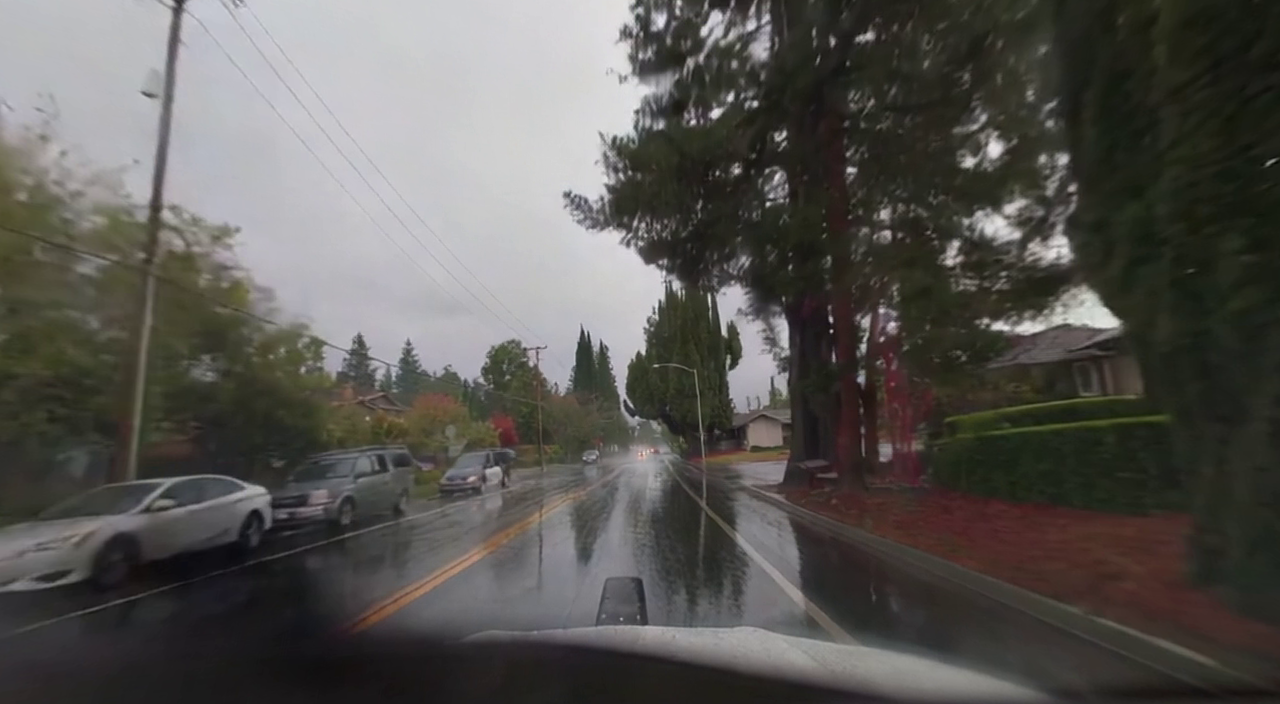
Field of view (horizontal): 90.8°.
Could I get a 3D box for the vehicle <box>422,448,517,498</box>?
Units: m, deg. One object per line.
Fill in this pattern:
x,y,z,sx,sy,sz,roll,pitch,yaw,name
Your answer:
-6.546,4.701,25.091,1.984,1.732,5.628,0,-9,2,vehicle

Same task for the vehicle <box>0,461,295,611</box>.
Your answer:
-7.067,2.340,8.925,1.960,1.486,4.217,0,-9,1,vehicle

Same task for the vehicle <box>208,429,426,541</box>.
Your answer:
-6.823,2.895,14.275,2.012,1.902,5.437,-4,-10,1,vehicle
